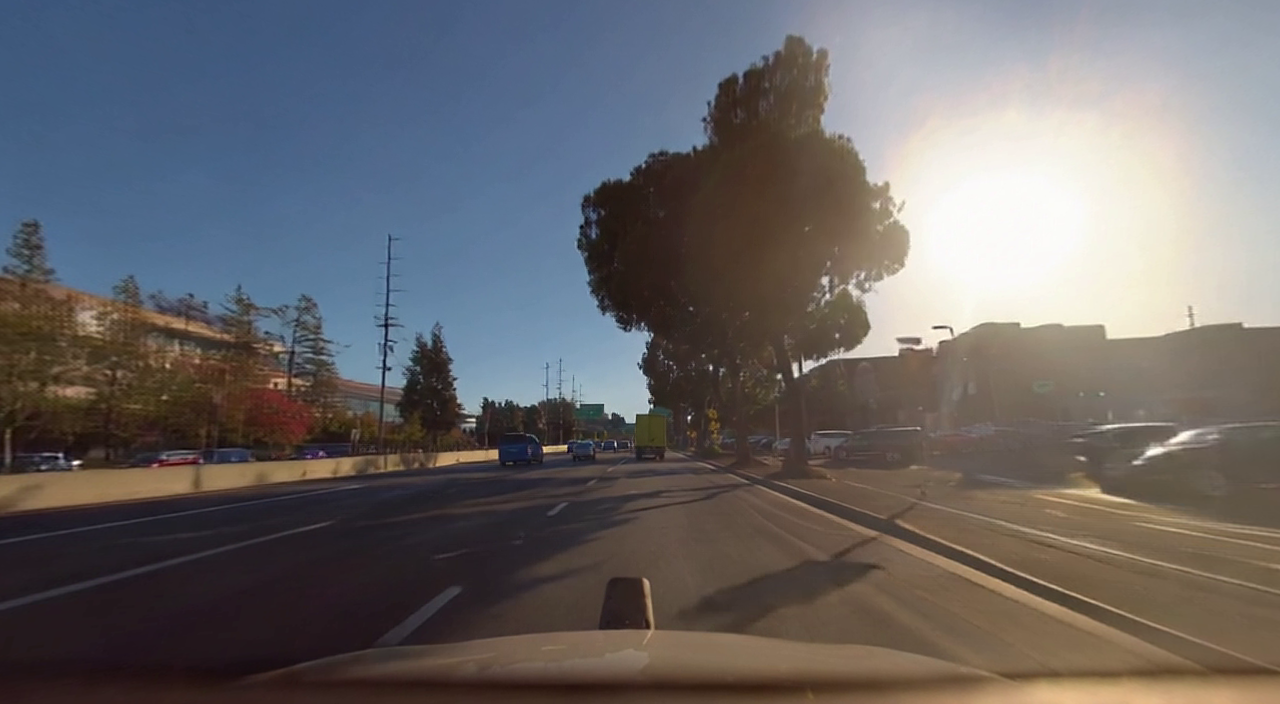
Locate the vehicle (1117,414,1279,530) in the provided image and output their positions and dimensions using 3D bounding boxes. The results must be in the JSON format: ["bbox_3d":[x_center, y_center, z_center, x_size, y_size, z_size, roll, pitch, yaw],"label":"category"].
[{"bbox_3d":[9.410,1.629,8.681,2.097,1.497,4.685,0,-8,2],"label":"vehicle"}]

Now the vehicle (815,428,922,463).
[{"bbox_3d":[11.485,4.761,31.957,4.655,1.688,1.876,0,-8,1],"label":"vehicle"}]

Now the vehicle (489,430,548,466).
[{"bbox_3d":[-6.761,5.439,35.753,2.149,1.893,5.187,0,-8,2],"label":"vehicle"}]

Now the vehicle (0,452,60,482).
[{"bbox_3d":[-33.613,6.043,33.329,4.071,1.495,1.741,0,-8,-2],"label":"vehicle"}]

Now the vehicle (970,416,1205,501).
[{"bbox_3d":[9.459,2.296,13.921,1.956,1.551,4.439,0,-8,1],"label":"vehicle"}]

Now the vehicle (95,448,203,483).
[{"bbox_3d":[-25.978,5.980,33.600,1.918,1.687,4.653,0,-8,1],"label":"vehicle"}]

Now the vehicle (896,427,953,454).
[{"bbox_3d":[20.270,6.364,45.114,1.983,1.782,4.920,-1,-8,3],"label":"vehicle"}]

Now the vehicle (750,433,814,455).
[{"bbox_3d":[10.695,6.952,47.551,4.346,1.595,1.964,0,-8,0],"label":"vehicle"}]
